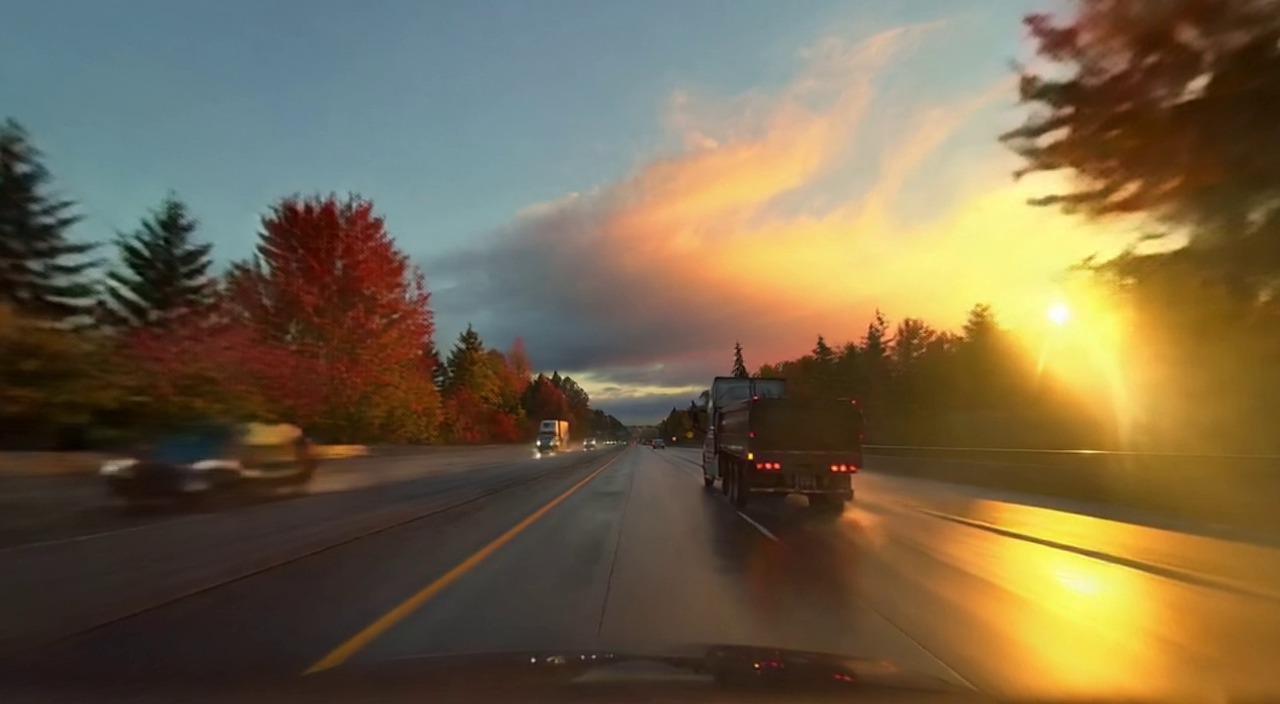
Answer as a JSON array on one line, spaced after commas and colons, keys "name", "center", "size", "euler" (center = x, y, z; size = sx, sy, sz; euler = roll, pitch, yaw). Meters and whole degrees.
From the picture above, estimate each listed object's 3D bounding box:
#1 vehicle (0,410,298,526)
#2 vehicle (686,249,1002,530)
[{"name": "vehicle", "center": [-8.207, 1.894, 10.799], "size": [1.986, 1.541, 4.670], "euler": [0, -8, 1]}, {"name": "vehicle", "center": [3.570, 1.508, 16.572], "size": [3.691, 4.331, 13.909], "euler": [0, -8, 0]}]
